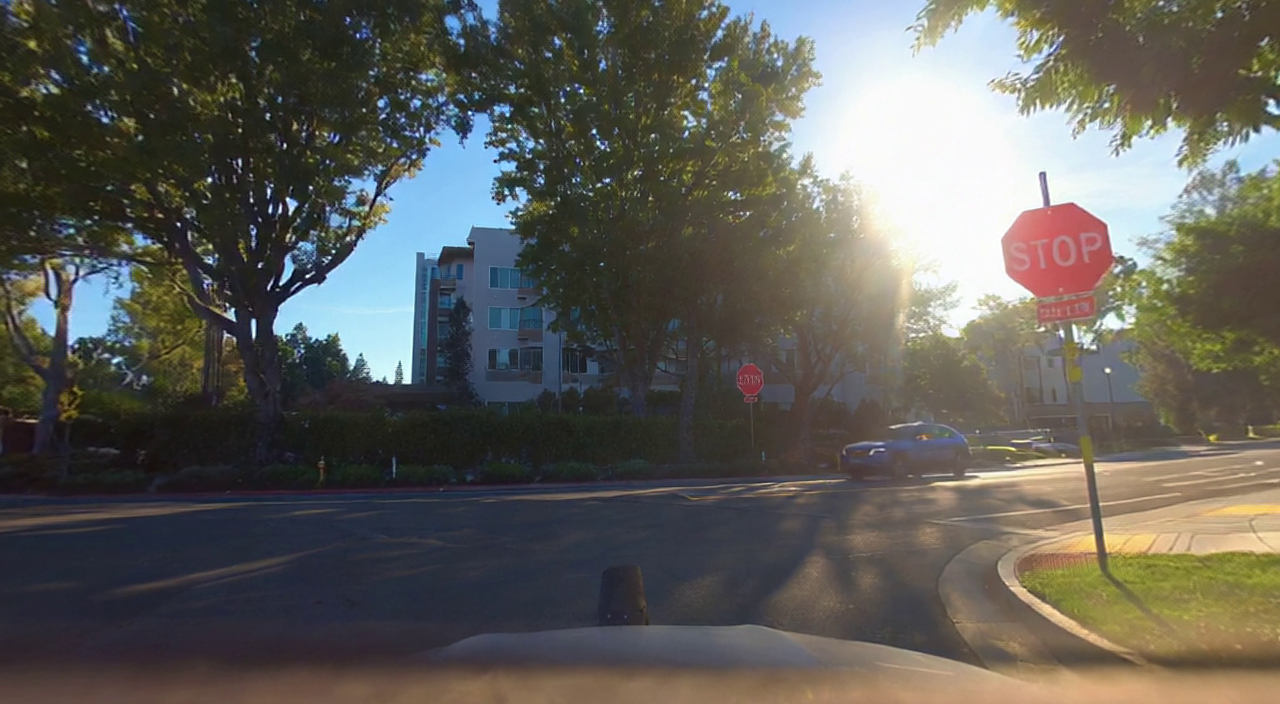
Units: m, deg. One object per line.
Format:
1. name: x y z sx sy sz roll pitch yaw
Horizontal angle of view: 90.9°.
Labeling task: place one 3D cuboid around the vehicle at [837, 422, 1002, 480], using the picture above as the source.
1. vehicle: 8.110 2.837 18.231 4.473 1.474 2.108 5 -10 -31
